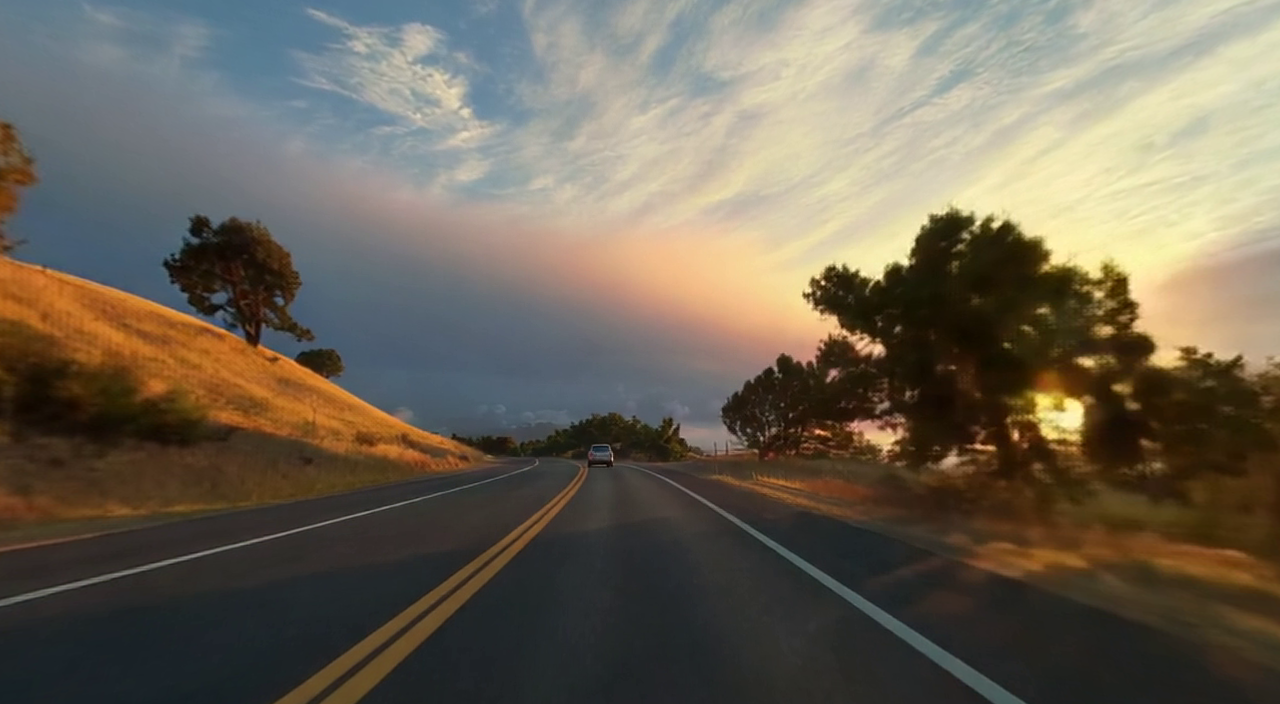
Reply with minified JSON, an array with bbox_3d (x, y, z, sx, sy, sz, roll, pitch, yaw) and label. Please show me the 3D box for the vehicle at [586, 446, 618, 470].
[{"bbox_3d":[-3.010,8.299,49.661,2.195,1.749,4.260,1,-8,-8],"label":"vehicle"}]
